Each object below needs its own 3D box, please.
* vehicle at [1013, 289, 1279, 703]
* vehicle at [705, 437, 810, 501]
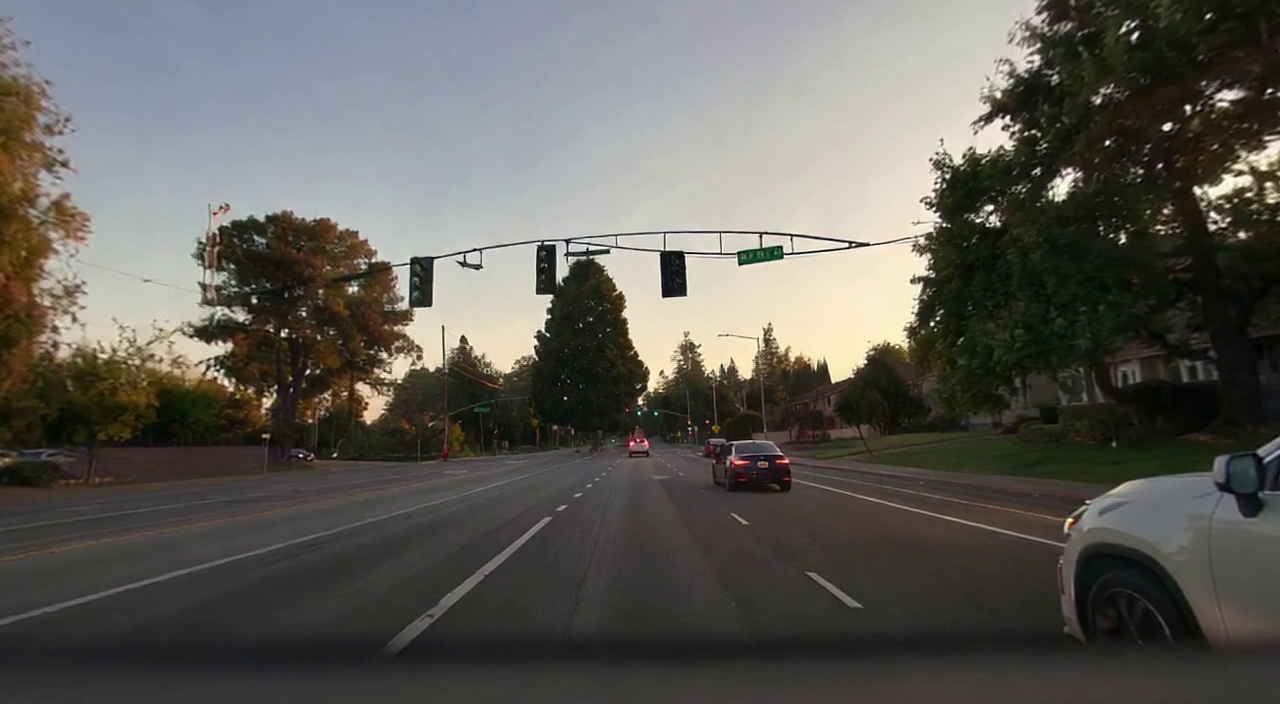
[{"bbox_3d":[3.049,0.541,0.960,2.129,1.761,4.610,0,-9,1],"label":"vehicle"},{"bbox_3d":[2.907,2.994,16.536,1.889,1.451,4.180,0,-9,-1],"label":"vehicle"}]
